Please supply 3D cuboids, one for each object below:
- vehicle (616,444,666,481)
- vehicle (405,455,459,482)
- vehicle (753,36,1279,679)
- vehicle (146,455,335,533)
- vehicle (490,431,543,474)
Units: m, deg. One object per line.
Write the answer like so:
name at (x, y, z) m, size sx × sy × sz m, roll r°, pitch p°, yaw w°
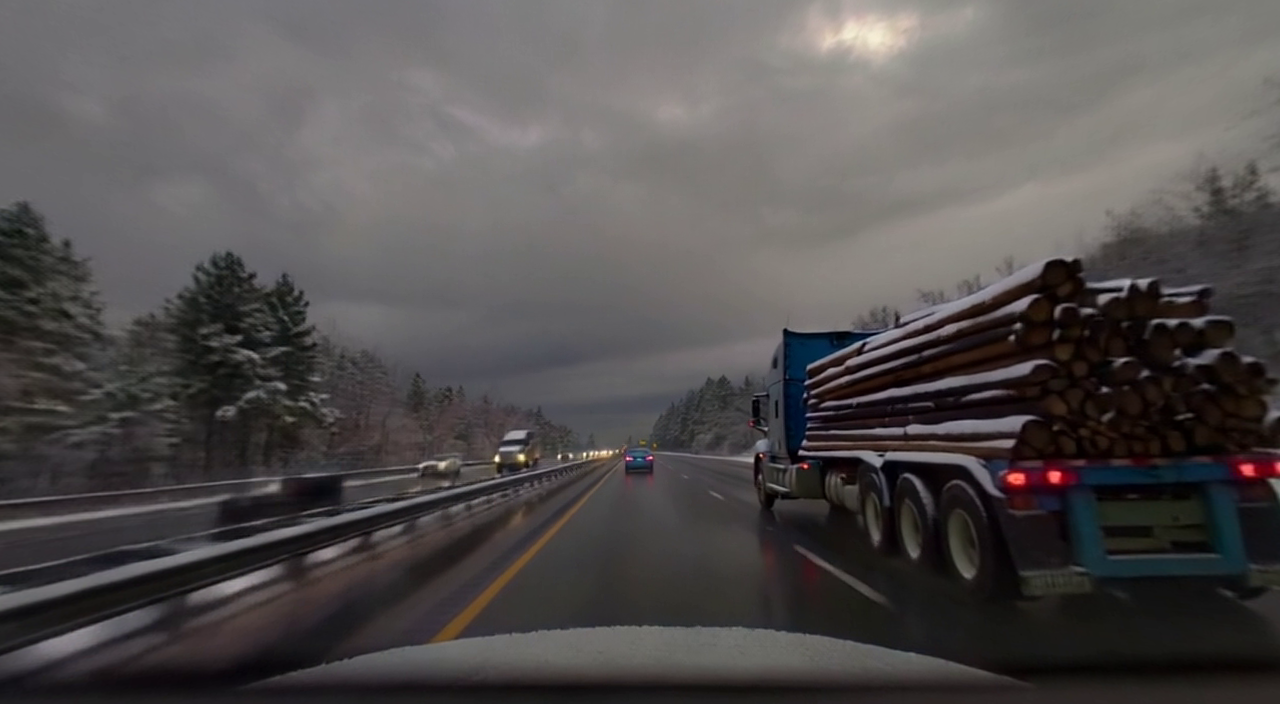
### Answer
vehicle at (0.006, 4.975, 28.491) m, size 2.099 × 1.506 × 4.097 m, roll 0°, pitch -9°, yaw -1°
vehicle at (-12.986, 7.286, 39.438) m, size 1.935 × 1.530 × 4.142 m, roll -1°, pitch -9°, yaw 0°
vehicle at (4.168, 0.682, 9.051) m, size 2.996 × 3.942 × 10.600 m, roll 0°, pitch -9°, yaw 0°
vehicle at (-9.385, 3.321, 15.215) m, size 1.873 × 1.549 × 4.104 m, roll -1°, pitch -9°, yaw 0°
vehicle at (-8.542, 7.041, 44.013) m, size 2.451 × 2.748 × 6.073 m, roll -1°, pitch -9°, yaw 0°
